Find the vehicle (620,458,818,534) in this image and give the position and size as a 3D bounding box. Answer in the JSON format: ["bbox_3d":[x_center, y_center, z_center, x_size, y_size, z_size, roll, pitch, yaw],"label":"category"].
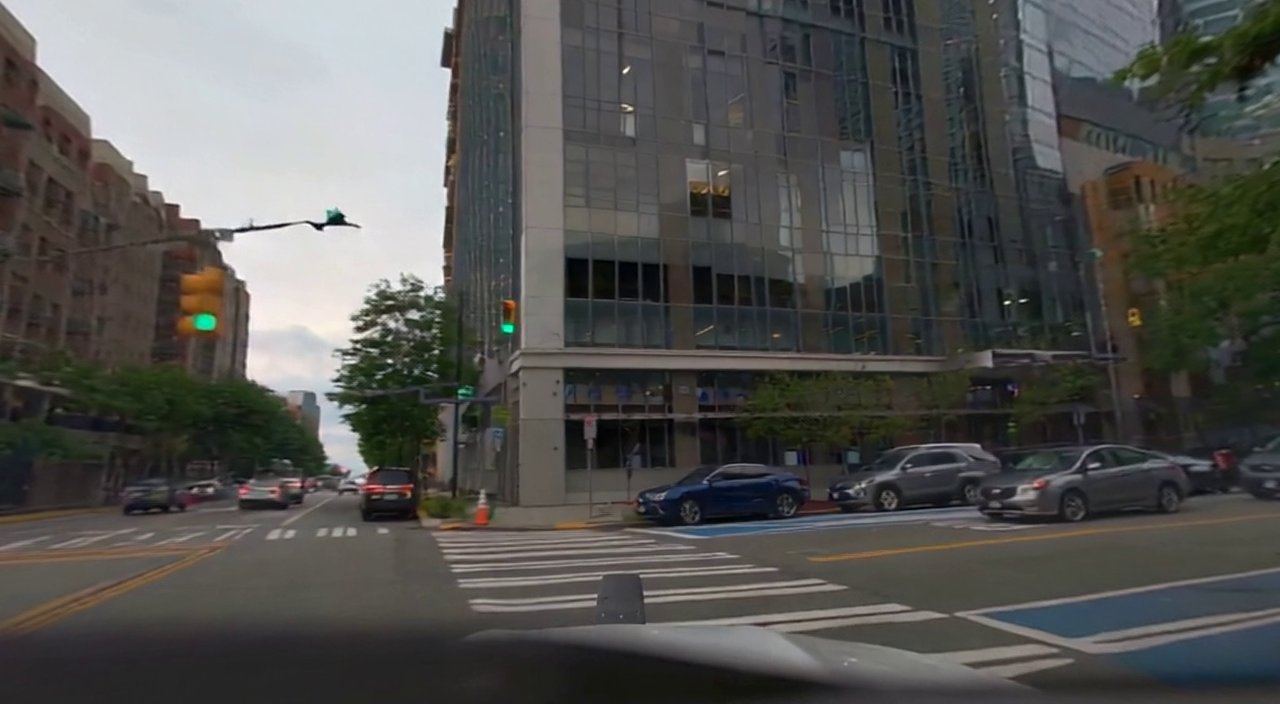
[{"bbox_3d":[2.047,3.784,16.690,4.705,1.732,1.996,3,-15,-21],"label":"vehicle"}]

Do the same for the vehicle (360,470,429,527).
[{"bbox_3d":[-9.553,5.634,24.812,2.174,1.780,5.051,3,-10,-19],"label":"vehicle"}]

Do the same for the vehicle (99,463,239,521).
[{"bbox_3d":[-20.130,5.934,27.543,2.810,2.036,6.550,3,-10,-18],"label":"vehicle"}]

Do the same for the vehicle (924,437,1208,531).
[{"bbox_3d":[8.359,2.506,12.470,4.888,1.558,2.017,3,-10,-20],"label":"vehicle"}]

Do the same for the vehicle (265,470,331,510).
[{"bbox_3d":[-16.564,6.675,30.822,2.025,1.625,4.596,3,-10,-19],"label":"vehicle"}]

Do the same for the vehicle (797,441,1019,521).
[{"bbox_3d":[8.058,3.775,19.030,6.107,2.086,2.348,3,-10,-21],"label":"vehicle"}]
